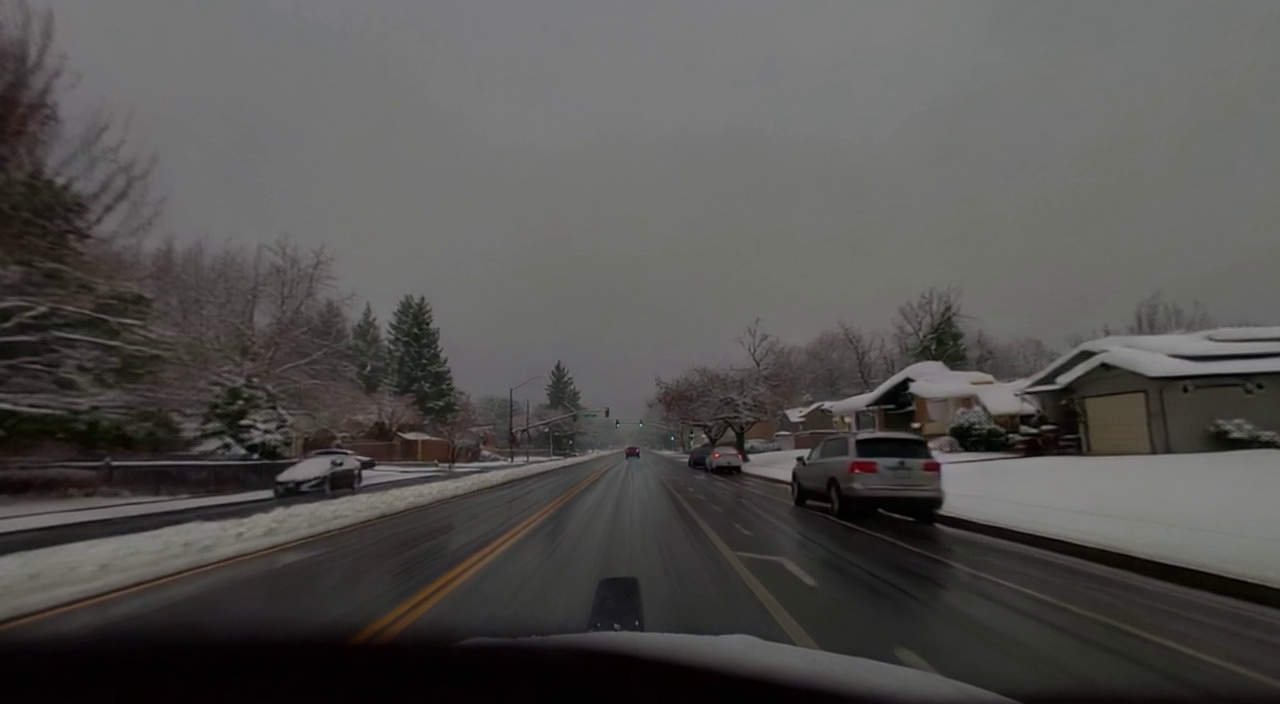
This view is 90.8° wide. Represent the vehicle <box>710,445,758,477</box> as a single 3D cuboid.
[{"bbox_3d":[4.770,5.587,32.646,1.875,1.540,3.402,0,-8,-1],"label":"vehicle"}]

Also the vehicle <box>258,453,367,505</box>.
[{"bbox_3d":[-12.342,4.761,24.126,1.939,1.537,4.197,-3,-7,0],"label":"vehicle"}]

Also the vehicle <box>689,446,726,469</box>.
[{"bbox_3d":[4.654,7.346,44.104,2.065,1.463,4.814,-1,-8,1],"label":"vehicle"}]

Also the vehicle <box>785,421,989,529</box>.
[{"bbox_3d":[4.728,2.434,13.102,2.180,1.782,4.790,0,-8,-1],"label":"vehicle"}]
